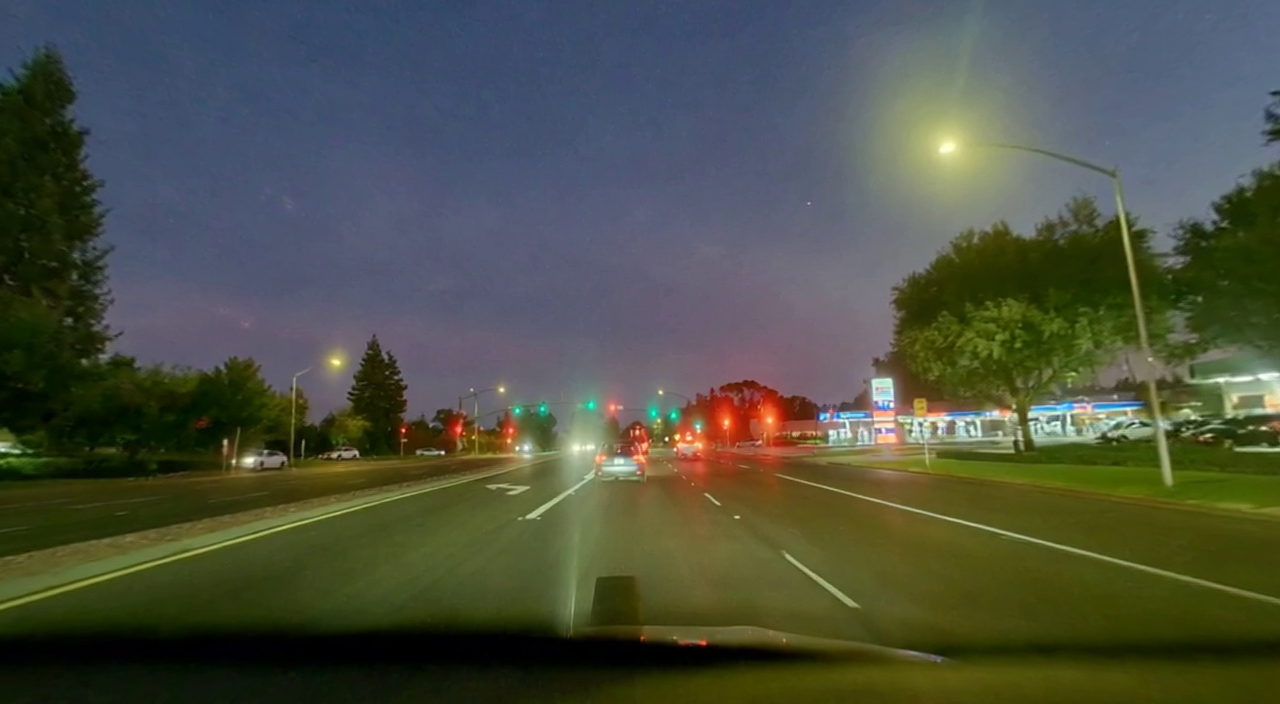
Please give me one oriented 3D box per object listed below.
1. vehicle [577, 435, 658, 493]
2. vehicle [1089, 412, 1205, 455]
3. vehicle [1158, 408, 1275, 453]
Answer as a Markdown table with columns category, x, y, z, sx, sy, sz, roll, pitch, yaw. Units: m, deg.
| category | x | y | z | sx | sy | sz | roll | pitch | yaw |
| --- | --- | --- | --- | --- | --- | --- | --- | --- | --- |
| vehicle | -0.579 | 3.126 | 17.900 | 2.040 | 1.451 | 3.736 | 0 | -8 | 0 |
| vehicle | 30.347 | 4.967 | 38.101 | 2.305 | 2.369 | 5.485 | 0 | -8 | -1 |
| vehicle | 34.383 | 4.777 | 37.930 | 2.198 | 2.514 | 5.038 | 0 | -8 | 2 |
